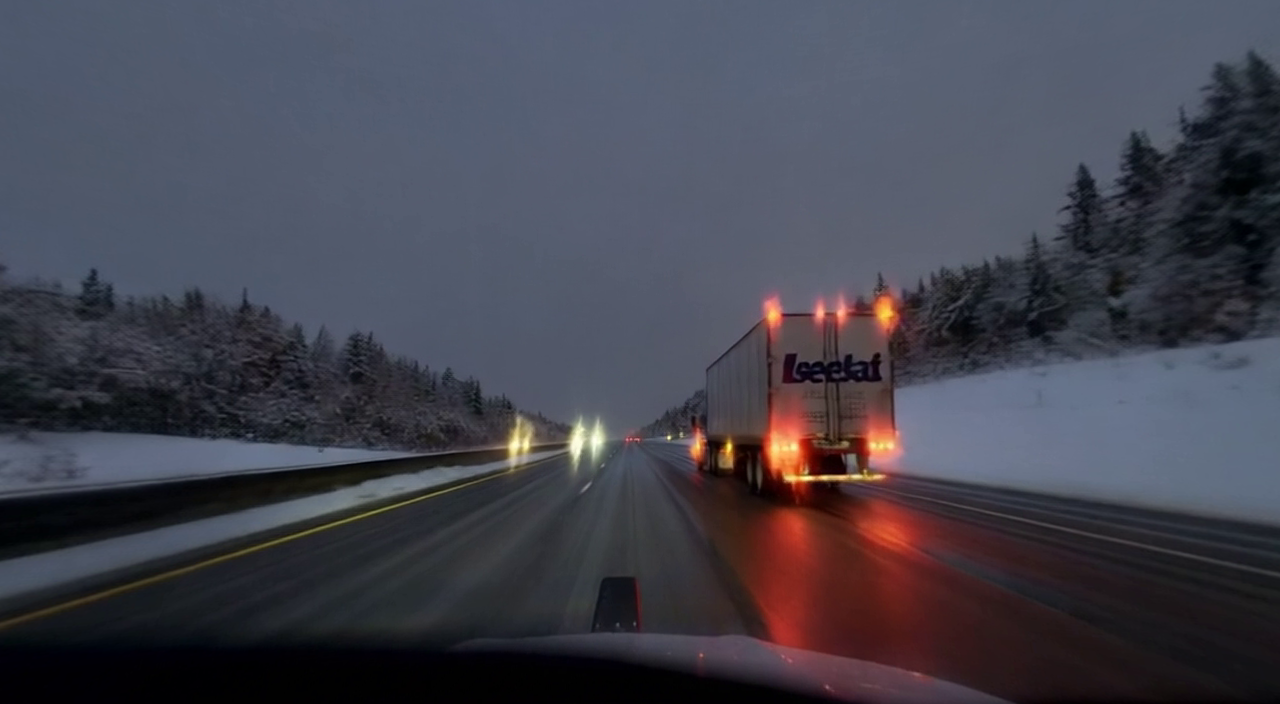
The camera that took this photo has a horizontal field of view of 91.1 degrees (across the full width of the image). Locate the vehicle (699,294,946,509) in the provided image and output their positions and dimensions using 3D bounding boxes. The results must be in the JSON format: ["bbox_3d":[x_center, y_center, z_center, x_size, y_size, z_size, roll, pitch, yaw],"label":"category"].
[{"bbox_3d":[4.035,1.833,18.737,2.920,4.029,13.900,0,-8,-1],"label":"vehicle"}]
